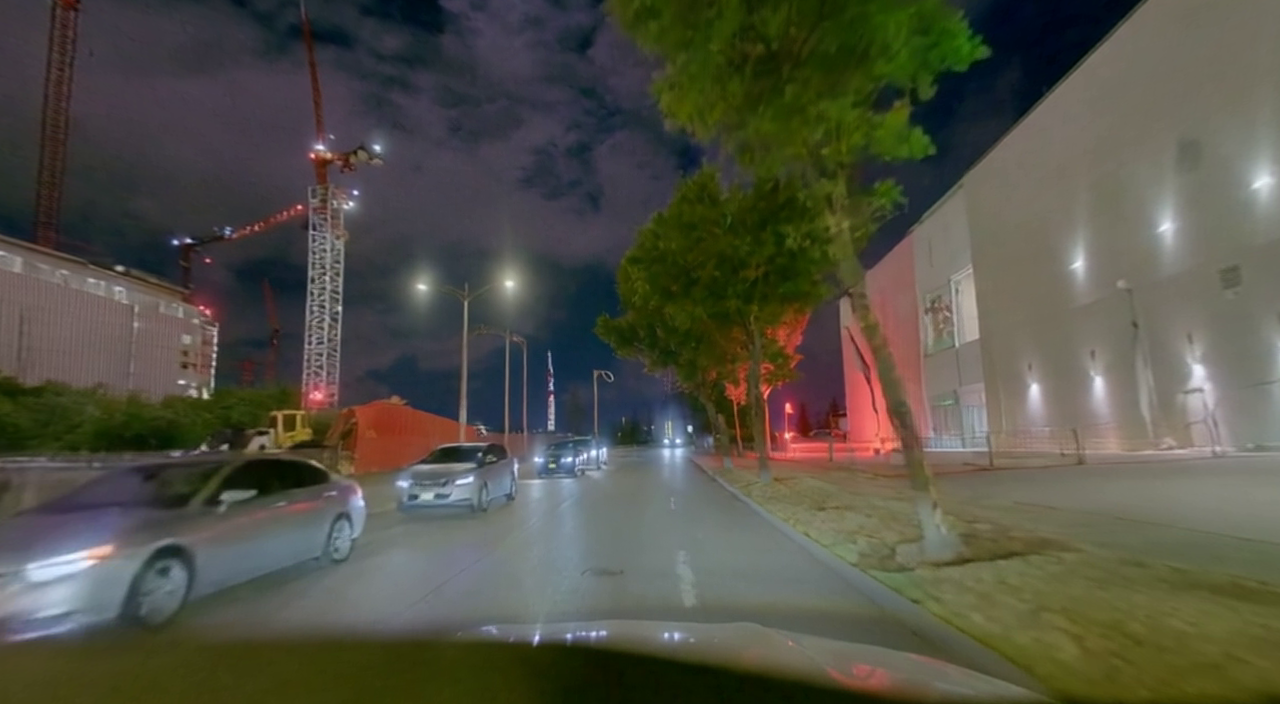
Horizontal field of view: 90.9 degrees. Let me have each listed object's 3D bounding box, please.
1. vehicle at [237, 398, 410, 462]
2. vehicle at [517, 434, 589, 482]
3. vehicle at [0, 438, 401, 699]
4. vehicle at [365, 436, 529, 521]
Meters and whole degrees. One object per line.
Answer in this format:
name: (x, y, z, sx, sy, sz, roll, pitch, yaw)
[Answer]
vehicle: (-13.019, 3.262, 26.150, 6.039, 2.449, 2.273, -1, -8, 7)
vehicle: (-3.208, 3.988, 24.134, 1.980, 1.635, 4.153, -1, -8, 3)
vehicle: (-4.100, 1.512, 5.766, 1.996, 1.411, 4.370, -1, -8, 2)
vehicle: (-3.786, 2.516, 13.285, 1.948, 1.460, 4.394, -1, -8, 2)
